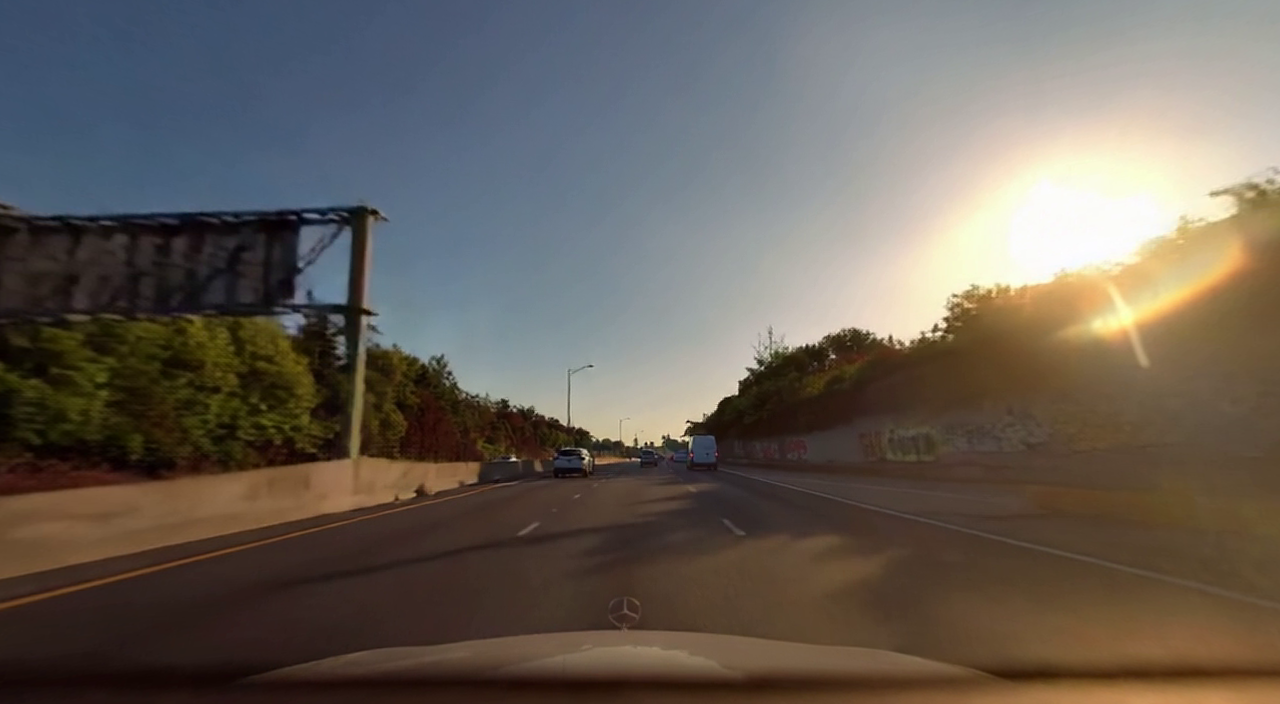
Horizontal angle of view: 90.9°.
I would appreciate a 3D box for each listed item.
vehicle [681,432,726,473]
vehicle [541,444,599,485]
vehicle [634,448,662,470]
[{"bbox_3d":[4.327,6.985,43.894,2.469,2.591,5.653,0,-9,0],"label":"vehicle"},{"bbox_3d":[-2.945,4.874,27.487,1.964,1.618,4.489,0,-9,1],"label":"vehicle"},{"bbox_3d":[0.607,8.189,48.344,2.108,1.663,3.159,0,-9,1],"label":"vehicle"}]
